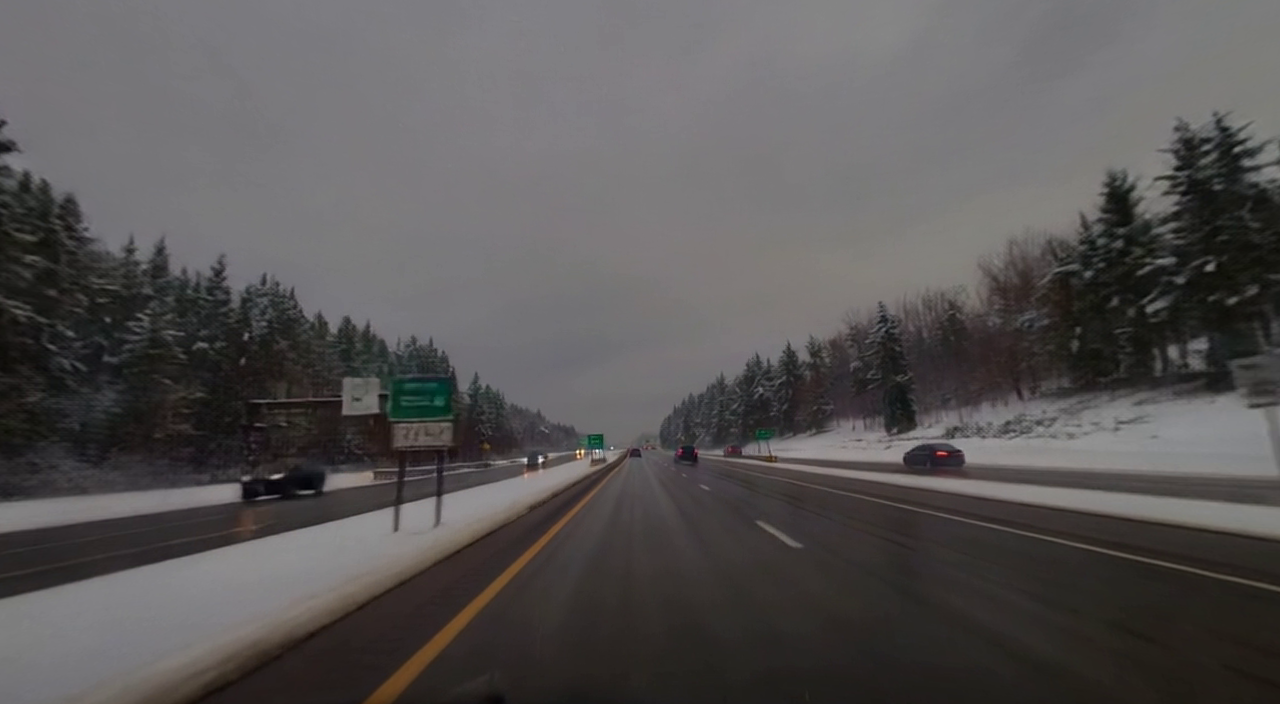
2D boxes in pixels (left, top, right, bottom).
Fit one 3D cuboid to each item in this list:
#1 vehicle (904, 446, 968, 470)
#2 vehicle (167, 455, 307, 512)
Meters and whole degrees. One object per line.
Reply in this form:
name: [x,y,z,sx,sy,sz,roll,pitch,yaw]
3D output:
vehicle: [18.759,6.724,40.078,1.926,1.386,3.719,1,-9,-7]
vehicle: [-12.686,4.121,20.182,1.854,1.581,3.953,0,-9,0]
